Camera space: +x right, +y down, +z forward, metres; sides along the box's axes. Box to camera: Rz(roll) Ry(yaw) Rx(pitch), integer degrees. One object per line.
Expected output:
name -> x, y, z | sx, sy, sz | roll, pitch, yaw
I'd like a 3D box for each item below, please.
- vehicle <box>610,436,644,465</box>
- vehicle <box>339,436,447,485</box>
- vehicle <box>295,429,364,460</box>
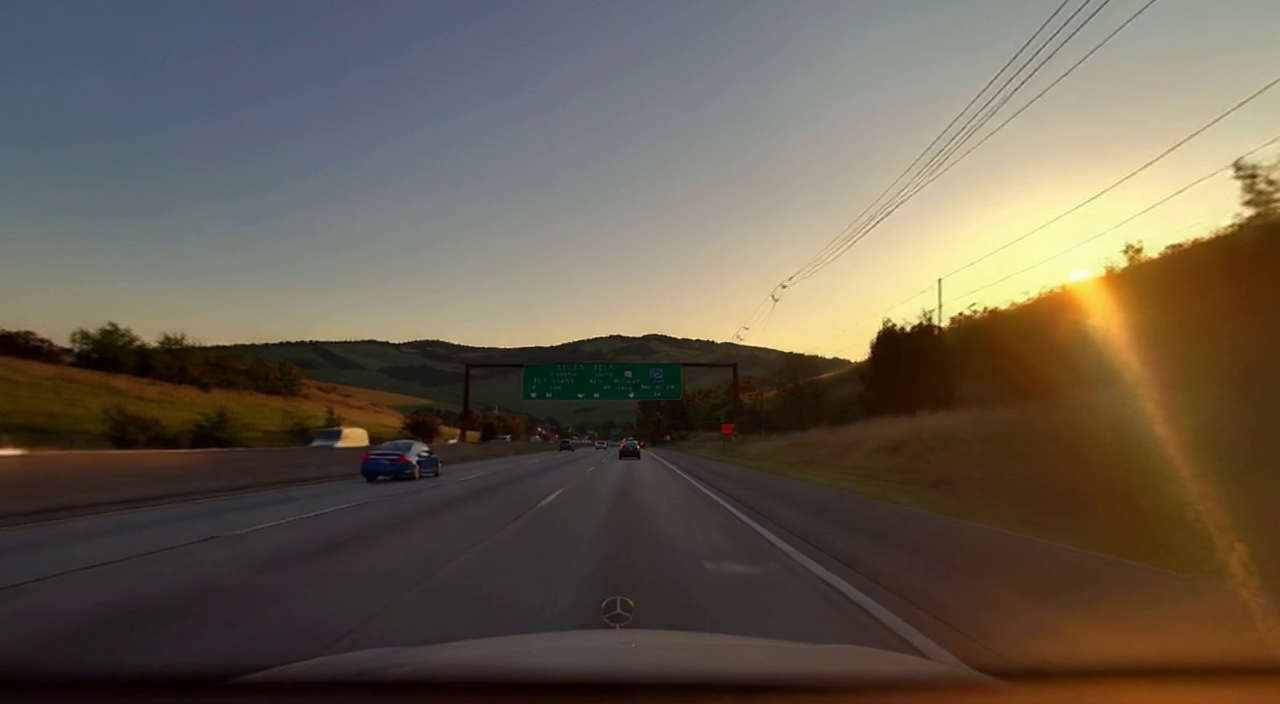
vehicle -> -0.833, 6.231, 40.070 | 2.040, 1.715, 3.906 | 0, -8, -1
vehicle -> -8.381, 3.714, 21.861 | 2.047, 1.486, 4.306 | 0, -8, -1
vehicle -> -19.175, 5.744, 39.124 | 2.119, 1.821, 4.700 | 0, -8, -3
